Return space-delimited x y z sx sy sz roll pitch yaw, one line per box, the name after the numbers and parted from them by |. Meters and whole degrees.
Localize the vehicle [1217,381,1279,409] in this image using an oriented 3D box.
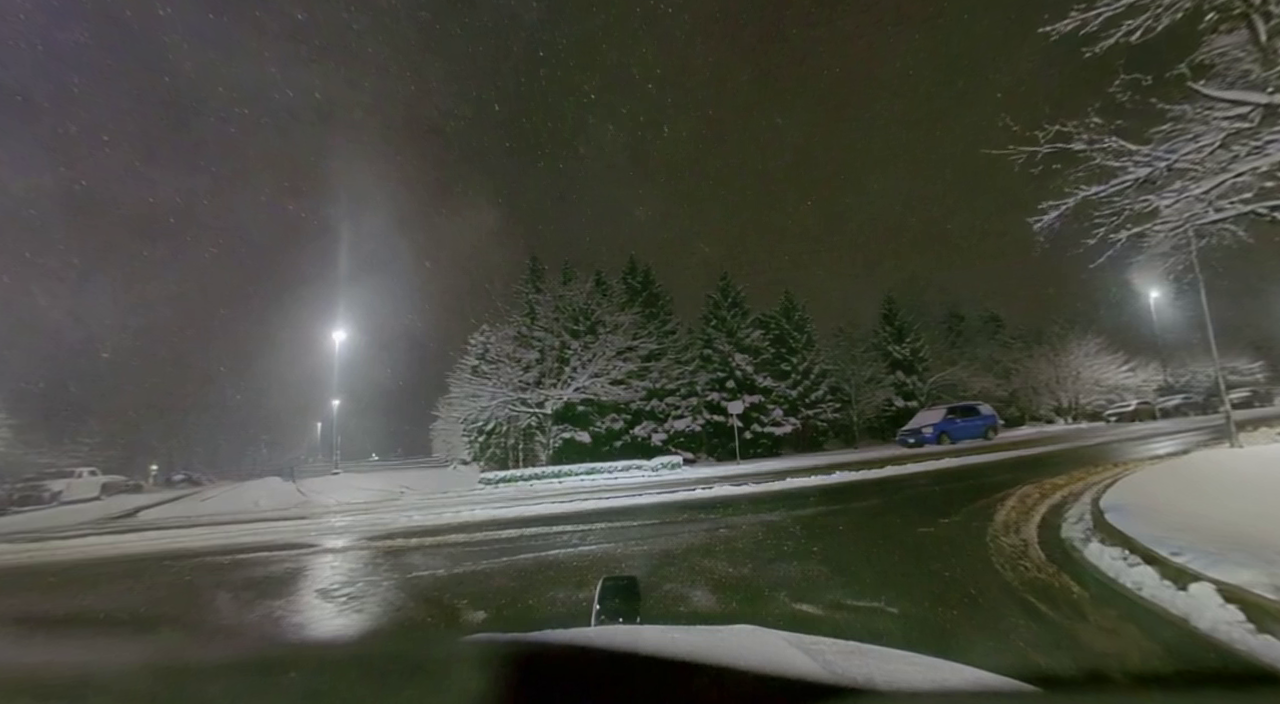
45.045 3.179 46.400 4.912 1.741 2.360 6 -7 -28 | vehicle

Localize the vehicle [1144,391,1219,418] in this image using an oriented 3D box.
35.779 3.516 41.697 4.383 1.525 2.038 4 -10 -26 | vehicle

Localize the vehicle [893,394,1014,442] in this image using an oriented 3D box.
15.669 3.378 31.560 5.547 2.193 2.433 4 -10 -27 | vehicle
